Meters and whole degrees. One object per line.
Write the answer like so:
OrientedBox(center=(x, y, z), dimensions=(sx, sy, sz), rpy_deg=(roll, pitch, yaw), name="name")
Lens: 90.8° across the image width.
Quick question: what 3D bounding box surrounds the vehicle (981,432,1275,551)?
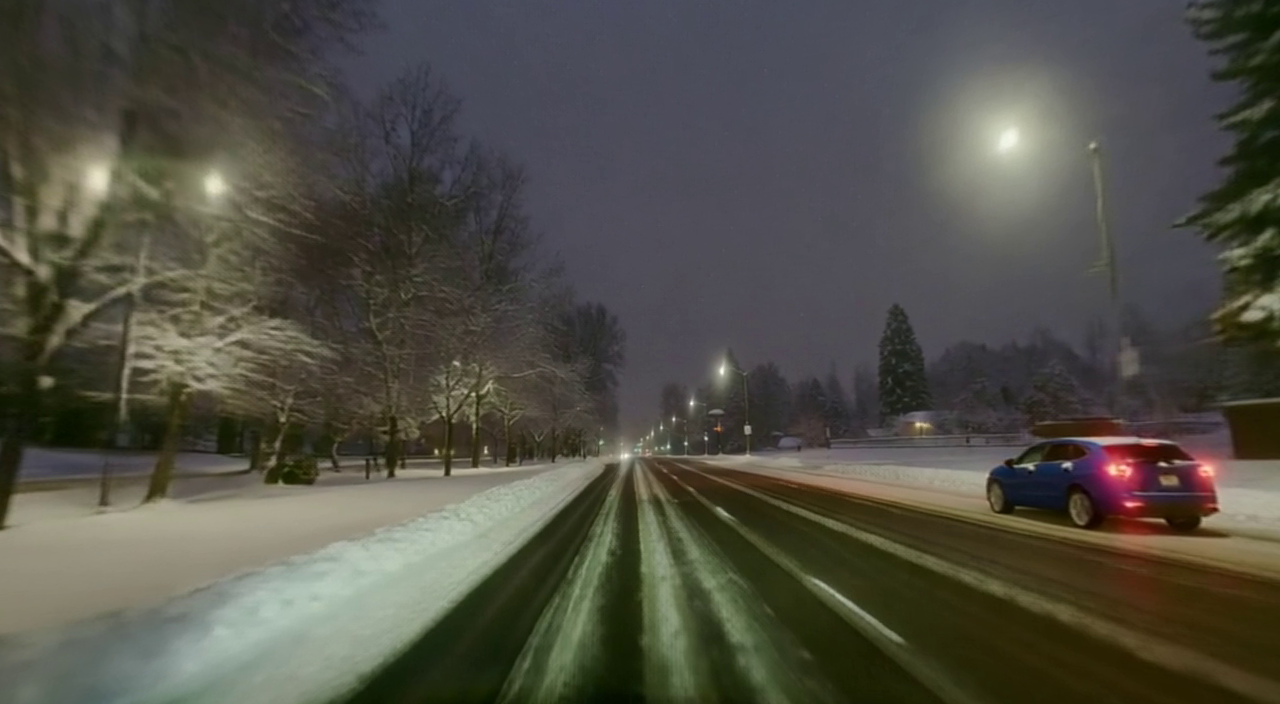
OrientedBox(center=(7.257, 2.058, 9.928), dimensions=(1.797, 1.518, 3.433), rpy_deg=(0, -8, -1), name="vehicle")
